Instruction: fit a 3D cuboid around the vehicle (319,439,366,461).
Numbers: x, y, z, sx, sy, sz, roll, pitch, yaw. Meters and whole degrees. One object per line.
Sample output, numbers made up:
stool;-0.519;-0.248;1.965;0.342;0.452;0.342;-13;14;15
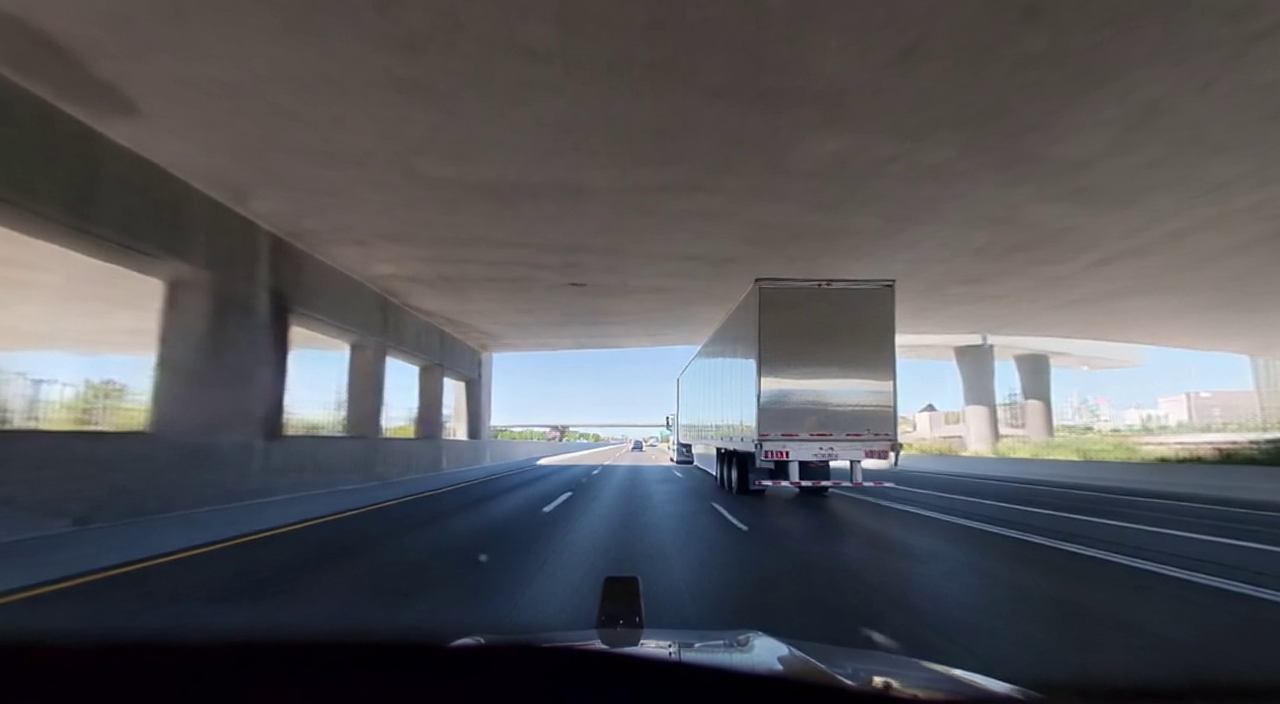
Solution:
vehicle;-21.806;7.188;46.380;1.647;1.481;3.671;0;-9;0

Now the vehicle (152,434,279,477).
vehicle;-29.732;7.305;44.920;2.819;2.709;9.047;0;-9;-1

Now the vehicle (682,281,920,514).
vehicle;3.371;2.010;19.389;2.743;4.160;16.408;0;-9;-1
